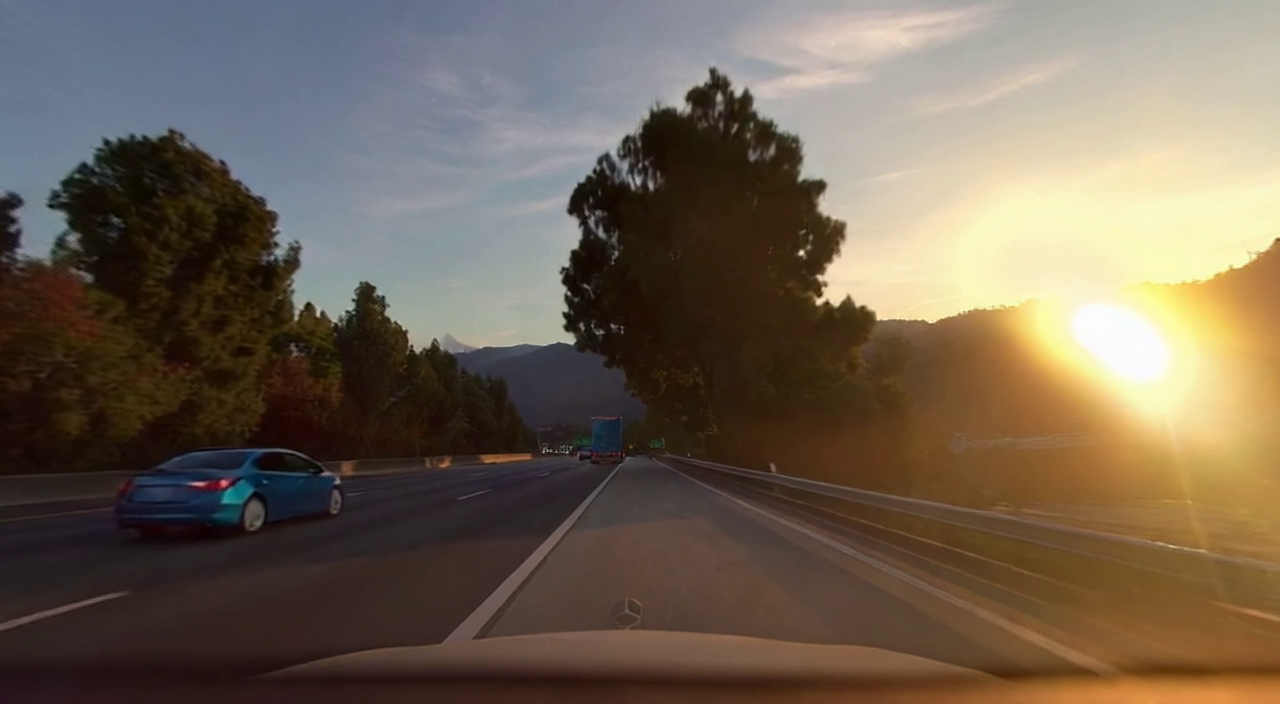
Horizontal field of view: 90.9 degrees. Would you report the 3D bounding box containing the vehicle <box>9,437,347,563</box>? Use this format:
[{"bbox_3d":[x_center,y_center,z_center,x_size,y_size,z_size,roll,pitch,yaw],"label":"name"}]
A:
[{"bbox_3d":[-6.749,2.178,10.069,1.938,1.507,4.557,0,-9,0],"label":"vehicle"}]
